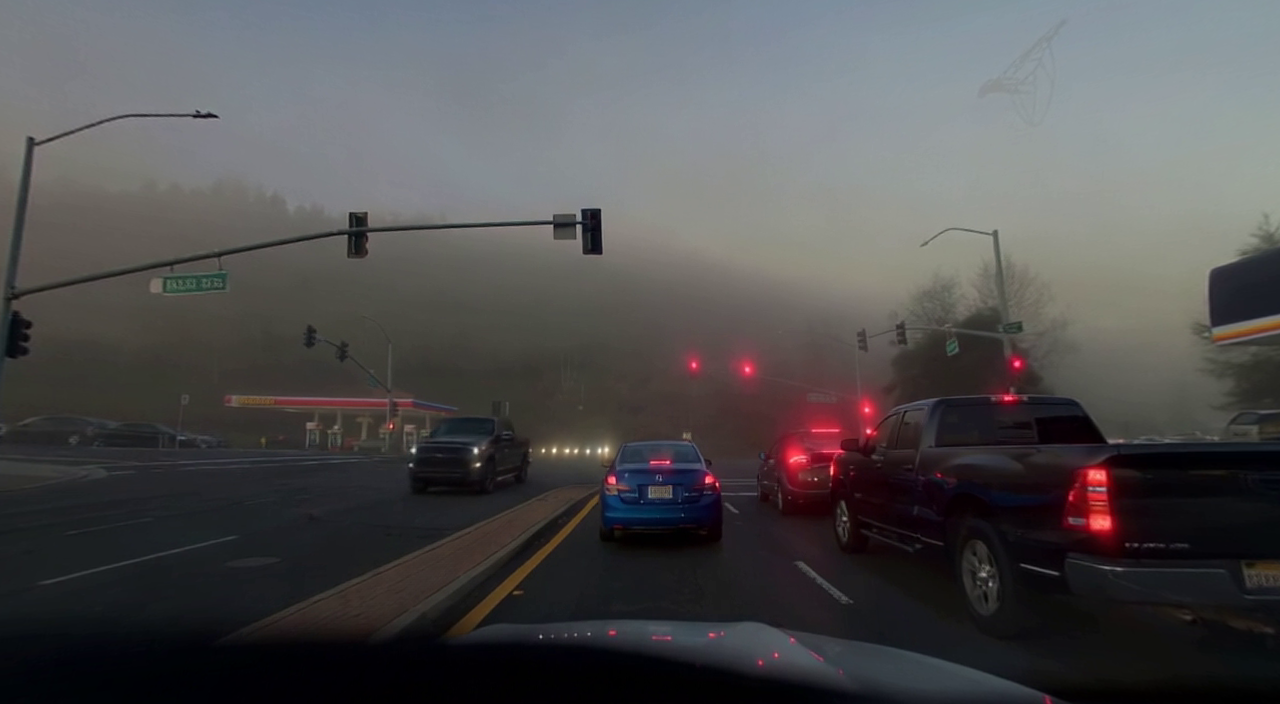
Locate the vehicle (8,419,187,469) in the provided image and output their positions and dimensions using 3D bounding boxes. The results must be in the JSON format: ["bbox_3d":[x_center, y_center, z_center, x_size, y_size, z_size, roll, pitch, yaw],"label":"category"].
[{"bbox_3d":[-19.668,3.356,23.026,4.742,1.720,2.107,-1,-8,5],"label":"vehicle"}]

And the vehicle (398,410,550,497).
[{"bbox_3d":[-4.537,2.929,18.506,2.615,2.031,5.638,2,-8,3],"label":"vehicle"}]

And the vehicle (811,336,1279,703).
[{"bbox_3d":[3.584,1.294,5.893,2.277,1.871,6.143,0,-8,0],"label":"vehicle"}]

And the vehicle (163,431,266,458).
[{"bbox_3d":[-23.085,5.017,34.313,4.326,1.420,1.798,-1,-8,4],"label":"vehicle"}]

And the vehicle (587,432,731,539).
[{"bbox_3d":[0.267,2.163,10.853,2.027,1.494,3.824,0,-8,0],"label":"vehicle"}]
